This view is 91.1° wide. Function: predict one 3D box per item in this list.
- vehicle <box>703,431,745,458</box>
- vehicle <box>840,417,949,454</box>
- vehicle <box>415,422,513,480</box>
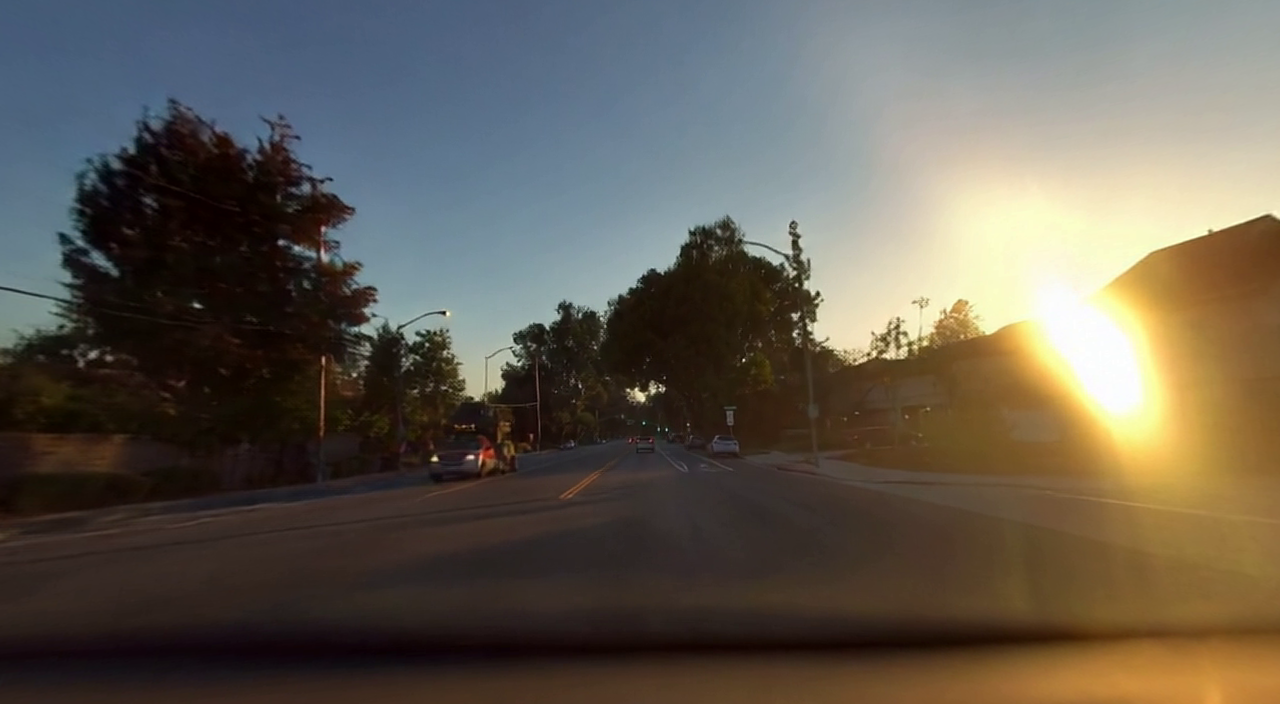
[{"bbox_3d":[5.573,6.239,42.261,2.140,1.739,4.721,0,-8,0],"label":"vehicle"},{"bbox_3d":[13.462,4.441,33.384,4.674,1.557,2.288,-3,-8,-5],"label":"vehicle"},{"bbox_3d":[-7.485,4.323,27.634,2.413,2.267,6.252,0,-8,1],"label":"vehicle"}]
